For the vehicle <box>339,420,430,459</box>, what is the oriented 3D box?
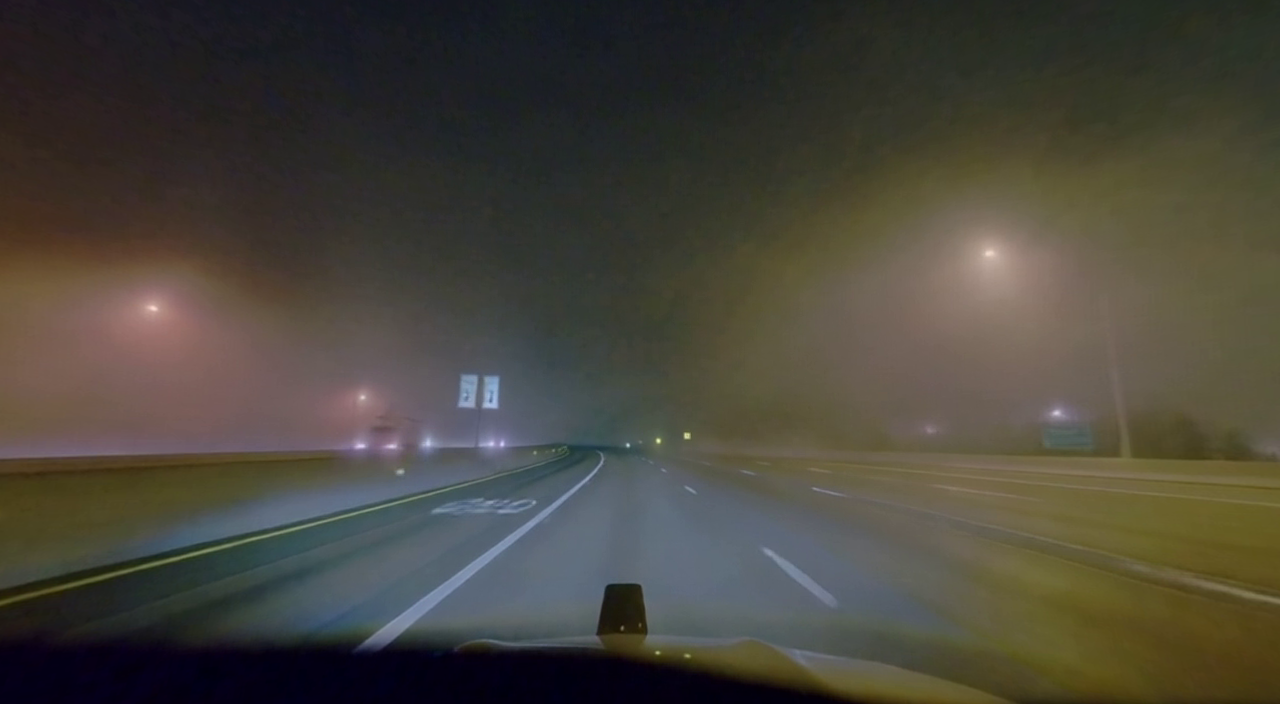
[{"bbox_3d":[-13.250,4.636,33.250,2.342,1.855,5.974,0,-8,-1],"label":"vehicle"}]
